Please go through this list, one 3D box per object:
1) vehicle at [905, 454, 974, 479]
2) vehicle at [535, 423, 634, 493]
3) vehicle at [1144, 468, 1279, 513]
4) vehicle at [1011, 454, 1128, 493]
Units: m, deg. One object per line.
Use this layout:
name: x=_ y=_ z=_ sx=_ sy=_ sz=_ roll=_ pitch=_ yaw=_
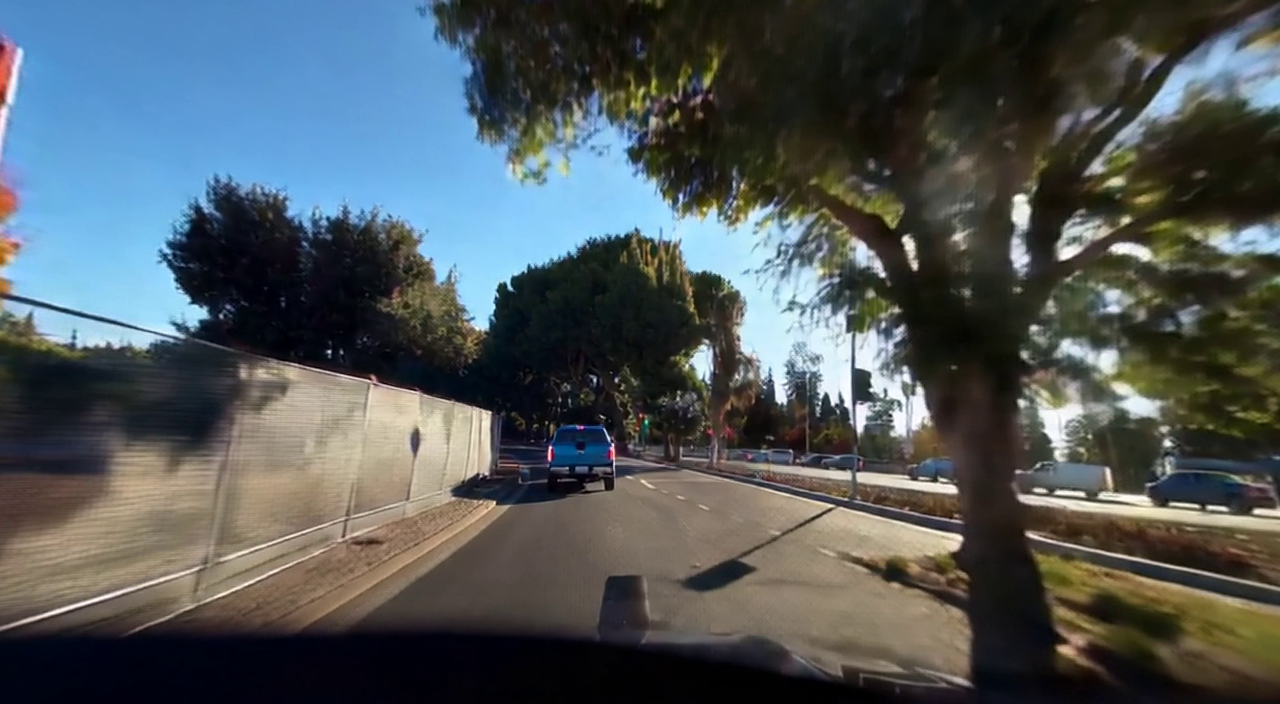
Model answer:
vehicle: x=20.140 y=7.680 z=42.559 sx=1.805 sy=1.494 sz=4.362 roll=2 pitch=-9 yaw=-13
vehicle: x=-1.664 y=2.997 z=18.274 sx=2.436 sy=1.698 sz=5.322 roll=1 pitch=-8 yaw=-7
vehicle: x=23.331 y=5.463 z=25.300 sx=1.850 sy=1.470 sz=4.761 roll=2 pitch=-9 yaw=-9
vehicle: x=22.061 y=6.209 z=32.713 sx=1.938 sy=1.781 sz=5.078 roll=1 pitch=-9 yaw=-10
